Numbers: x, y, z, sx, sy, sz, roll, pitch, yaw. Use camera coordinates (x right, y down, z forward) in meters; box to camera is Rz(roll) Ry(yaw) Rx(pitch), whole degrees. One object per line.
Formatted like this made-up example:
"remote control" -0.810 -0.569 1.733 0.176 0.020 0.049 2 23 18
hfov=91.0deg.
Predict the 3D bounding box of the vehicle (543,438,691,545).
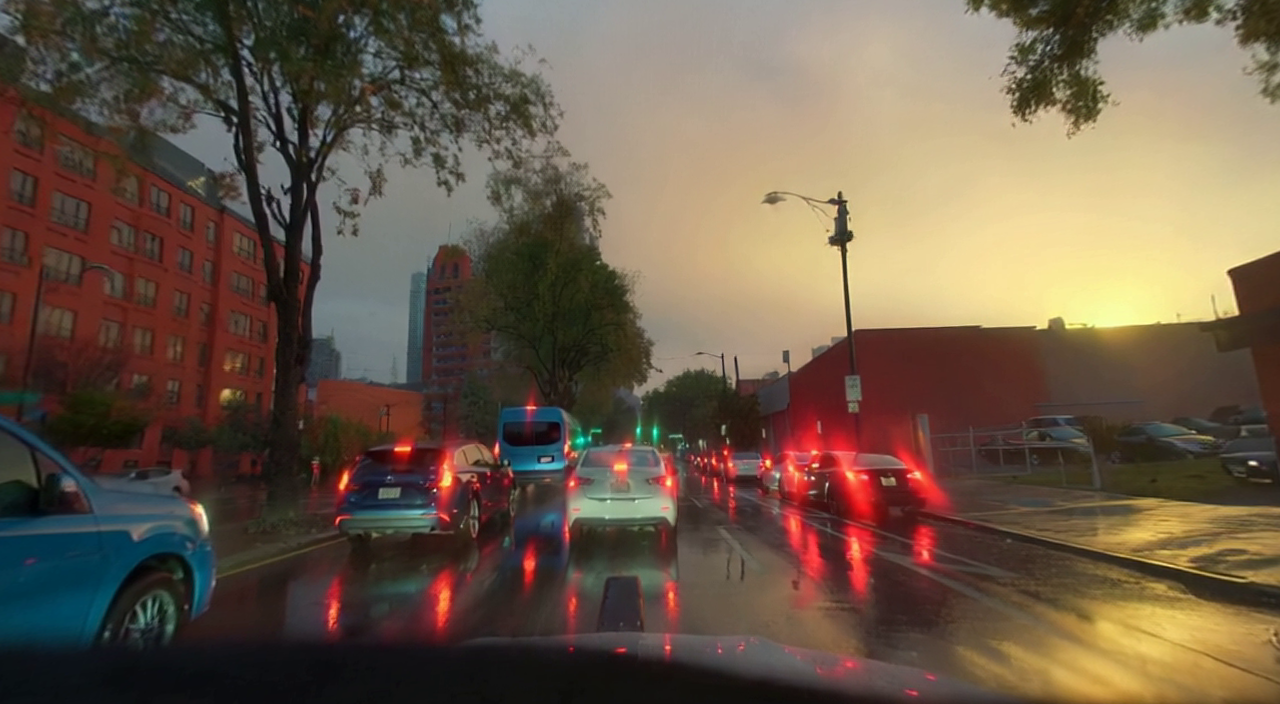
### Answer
"vehicle" -0.360 2.340 11.247 2.152 1.518 4.113 0 -9 -1

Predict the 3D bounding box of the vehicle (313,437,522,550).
"vehicle" -3.535 2.323 11.078 1.995 1.554 4.426 0 -9 1

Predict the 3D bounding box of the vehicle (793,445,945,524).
"vehicle" 4.904 2.854 14.179 1.832 1.491 4.054 1 -9 -1

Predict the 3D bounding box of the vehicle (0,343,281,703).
"vehicle" -3.724 0.787 2.169 2.140 1.768 4.685 0 -9 1
